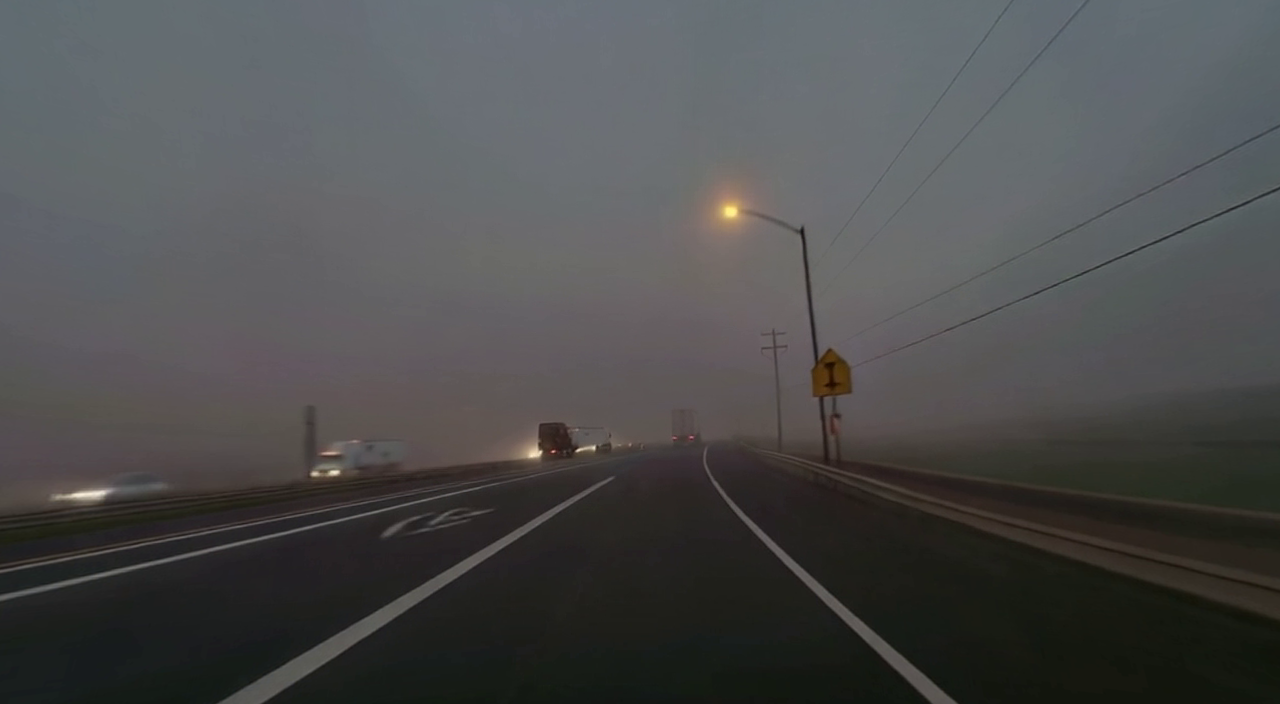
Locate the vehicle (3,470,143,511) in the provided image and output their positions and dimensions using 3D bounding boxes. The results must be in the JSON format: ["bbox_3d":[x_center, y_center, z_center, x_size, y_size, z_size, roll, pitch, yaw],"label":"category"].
[{"bbox_3d":[-31.104,7.575,34.840,2.205,1.827,5.323,-2,-9,12],"label":"vehicle"}]
